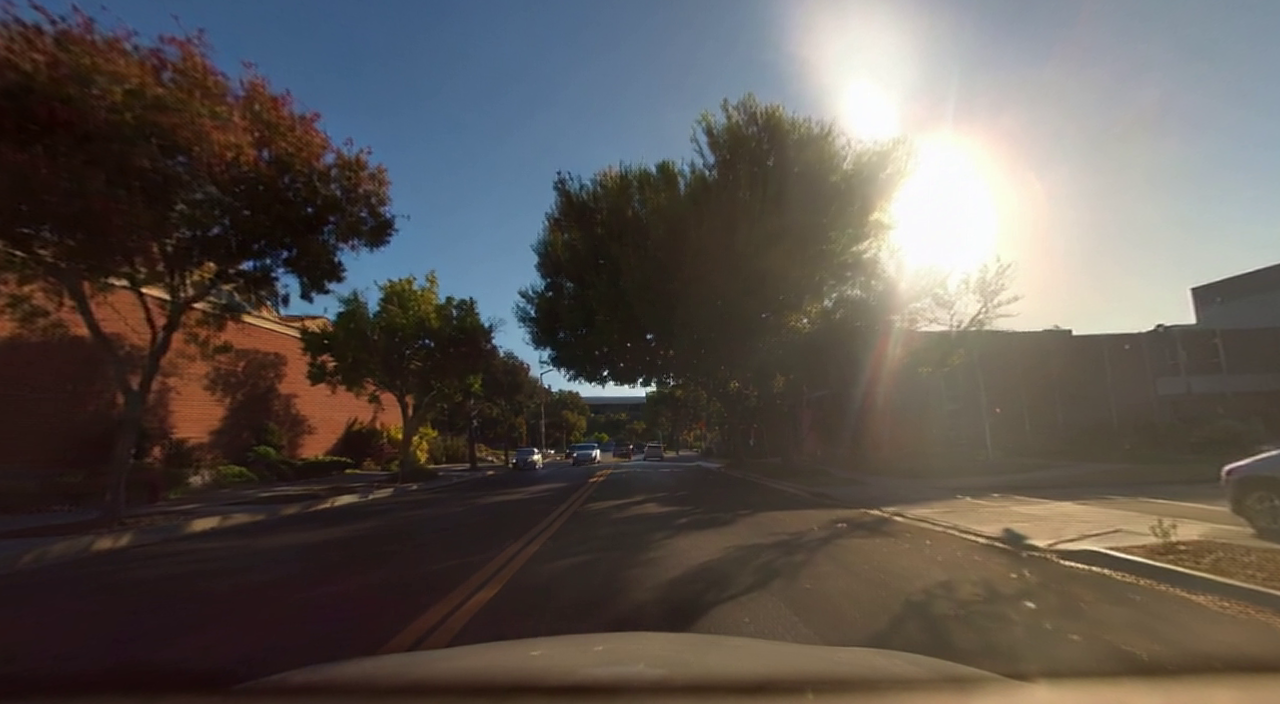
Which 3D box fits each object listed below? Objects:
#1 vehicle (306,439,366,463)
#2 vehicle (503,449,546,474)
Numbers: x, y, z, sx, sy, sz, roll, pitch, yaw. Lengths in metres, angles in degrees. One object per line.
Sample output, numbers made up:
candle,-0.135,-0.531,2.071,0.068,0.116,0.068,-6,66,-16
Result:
vehicle,-21.405,7.023,44.621,1.906,1.596,4.599,0,-9,1
vehicle,-7.273,6.905,40.060,1.930,1.463,4.195,0,-9,0
